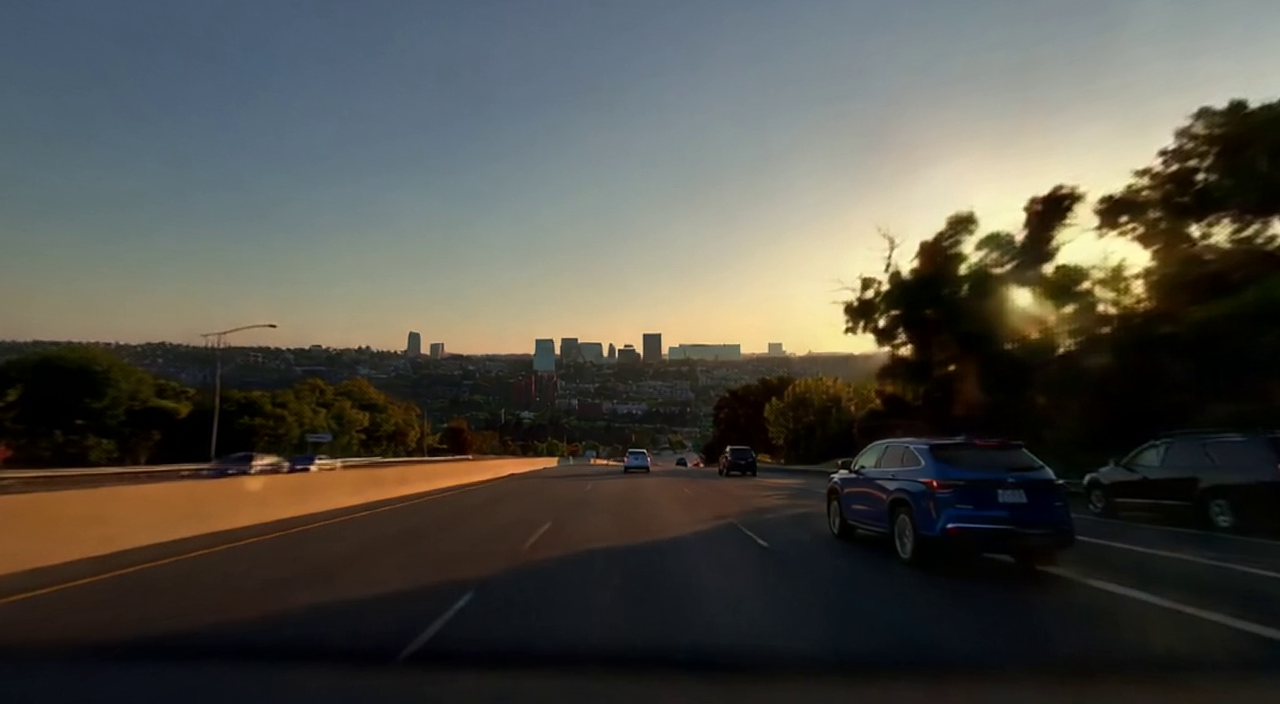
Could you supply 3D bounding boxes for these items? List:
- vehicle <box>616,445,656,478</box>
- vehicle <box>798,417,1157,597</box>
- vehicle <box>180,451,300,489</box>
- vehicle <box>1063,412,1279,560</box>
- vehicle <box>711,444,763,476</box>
[{"bbox_3d":[-0.322,6.302,36.785,2.181,1.768,4.383,0,-8,-2],"label":"vehicle"},{"bbox_3d":[3.722,1.765,8.136,2.097,1.659,4.320,0,-8,-2],"label":"vehicle"},{"bbox_3d":[-17.061,5.035,27.324,2.137,1.454,4.701,0,-8,0],"label":"vehicle"},{"bbox_3d":[8.843,1.846,9.075,1.967,1.816,4.775,0,-8,-3],"label":"vehicle"},{"bbox_3d":[7.217,8.126,47.785,2.526,2.230,6.190,0,-8,-3],"label":"vehicle"}]
